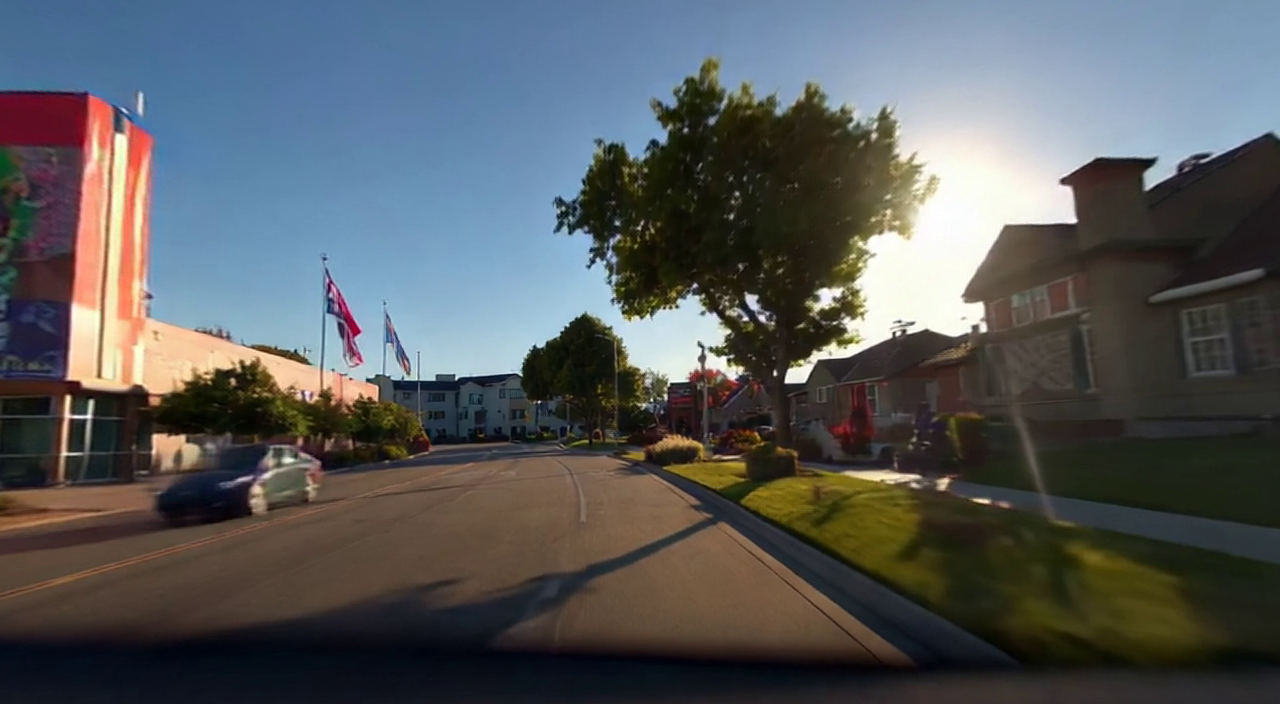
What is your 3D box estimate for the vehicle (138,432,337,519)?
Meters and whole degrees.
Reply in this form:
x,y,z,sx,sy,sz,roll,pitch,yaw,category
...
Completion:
x,y,z,sx,sy,sz,roll,pitch,yaw,category
-8.075,2.455,13.138,1.912,1.500,3.772,0,-8,-6,vehicle
